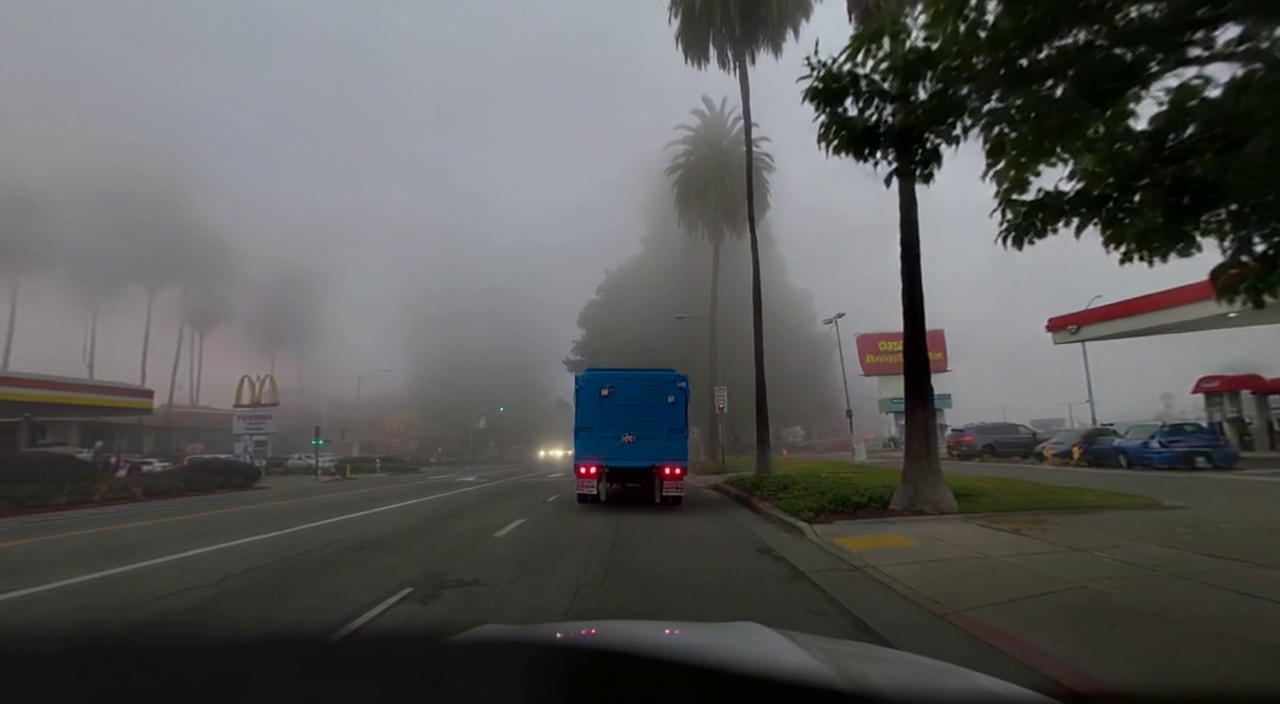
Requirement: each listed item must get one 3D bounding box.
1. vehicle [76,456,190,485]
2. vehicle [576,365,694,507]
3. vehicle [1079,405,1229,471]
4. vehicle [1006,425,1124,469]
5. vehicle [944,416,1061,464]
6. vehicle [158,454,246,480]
[{"bbox_3d":[-27.639,6.466,34.659,4.493,1.453,1.912,4,-9,-27],"label":"vehicle"},{"bbox_3d":[-0.088,2.161,16.363,2.463,2.954,5.938,1,-8,0],"label":"vehicle"},{"bbox_3d":[15.756,2.618,19.323,4.472,1.730,1.939,2,-10,-31],"label":"vehicle"},{"bbox_3d":[15.266,3.385,22.649,4.105,1.433,1.931,5,-10,-33],"label":"vehicle"},{"bbox_3d":[15.974,3.885,27.780,5.078,1.937,2.326,6,-10,-34],"label":"vehicle"},{"bbox_3d":[-27.994,7.337,40.549,4.303,1.567,2.021,5,-10,-28],"label":"vehicle"}]
